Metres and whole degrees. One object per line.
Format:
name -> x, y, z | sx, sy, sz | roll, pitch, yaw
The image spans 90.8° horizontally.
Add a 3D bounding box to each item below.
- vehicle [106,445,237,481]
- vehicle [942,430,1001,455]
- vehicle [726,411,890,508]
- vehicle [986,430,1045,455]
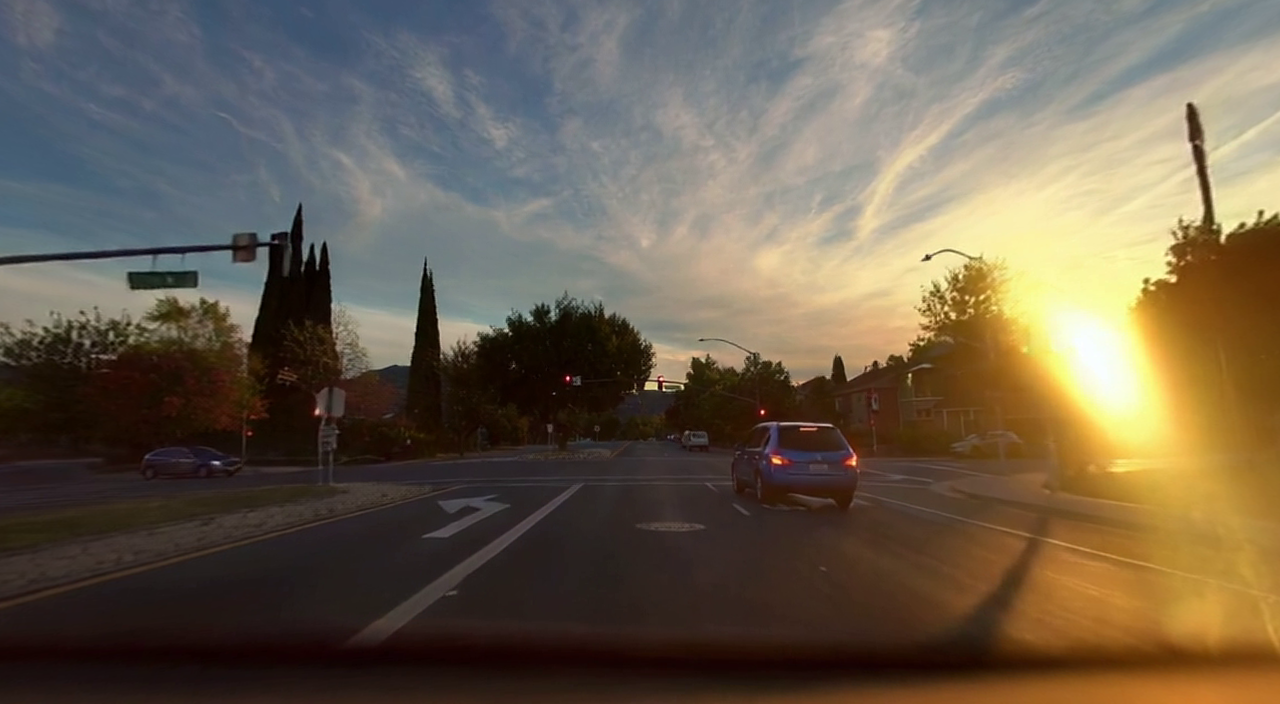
vehicle -> -23.212, 5.504, 31.457 | 4.737, 1.659, 2.042 | 0, -9, -5
vehicle -> 24.055, 6.593, 45.978 | 1.896, 1.760, 4.107 | 0, -9, -2
vehicle -> 3.478, 2.384, 14.330 | 2.229, 1.795, 4.927 | 0, -9, -2
vehicle -> 27.280, 6.600, 46.063 | 1.883, 1.685, 3.953 | -1, -9, 2
